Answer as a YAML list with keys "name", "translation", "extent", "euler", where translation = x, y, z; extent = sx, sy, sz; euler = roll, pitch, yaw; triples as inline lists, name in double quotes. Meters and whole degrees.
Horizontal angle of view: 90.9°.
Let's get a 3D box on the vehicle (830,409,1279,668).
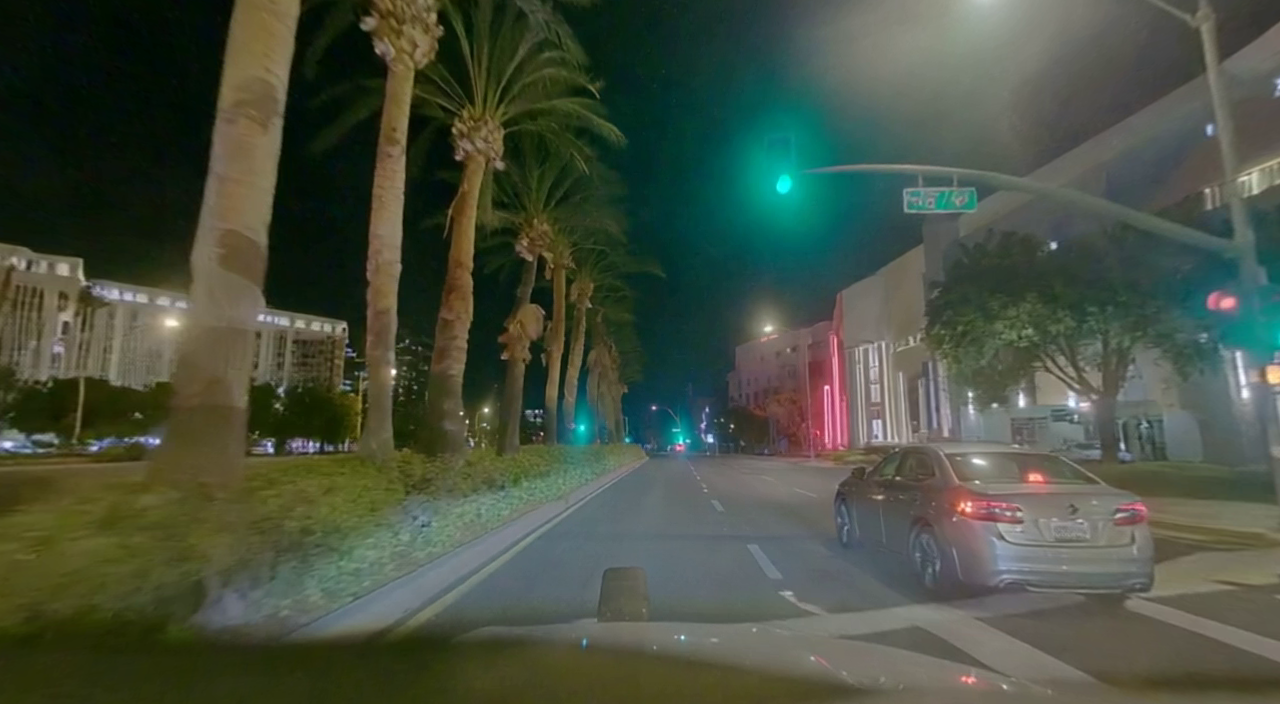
- name: "vehicle"
  translation: [3.418, 1.449, 6.044]
  extent: [1.867, 1.554, 4.301]
  euler: [0, -8, 1]
